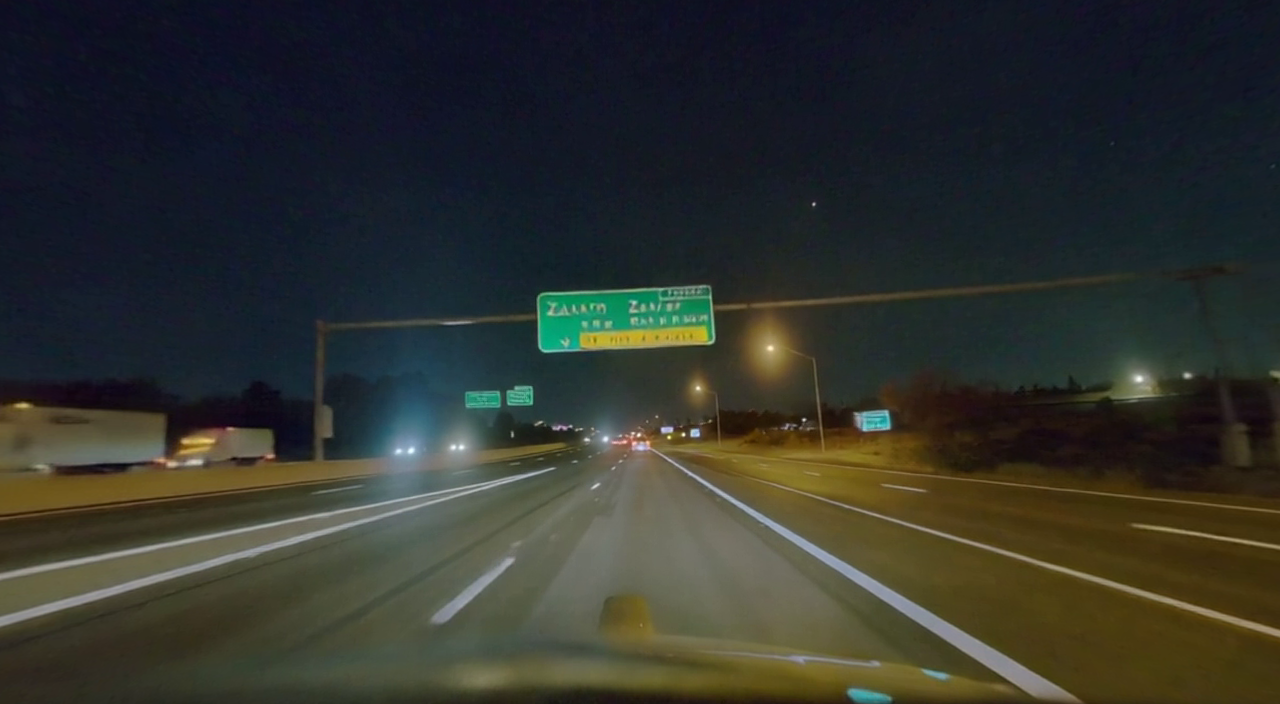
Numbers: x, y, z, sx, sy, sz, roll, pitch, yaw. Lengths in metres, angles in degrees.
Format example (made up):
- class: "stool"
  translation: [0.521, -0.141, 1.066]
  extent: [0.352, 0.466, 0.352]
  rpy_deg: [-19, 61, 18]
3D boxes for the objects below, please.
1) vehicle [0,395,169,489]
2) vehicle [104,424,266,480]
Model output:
- class: "vehicle"
  translation: [-28.176, 4.378, 29.771]
  extent: [2.690, 3.894, 11.560]
  rpy_deg: [-1, -10, 1]
- class: "vehicle"
  translation: [-27.895, 6.210, 39.513]
  extent: [2.739, 3.034, 9.653]
  rpy_deg: [-1, -8, 2]
